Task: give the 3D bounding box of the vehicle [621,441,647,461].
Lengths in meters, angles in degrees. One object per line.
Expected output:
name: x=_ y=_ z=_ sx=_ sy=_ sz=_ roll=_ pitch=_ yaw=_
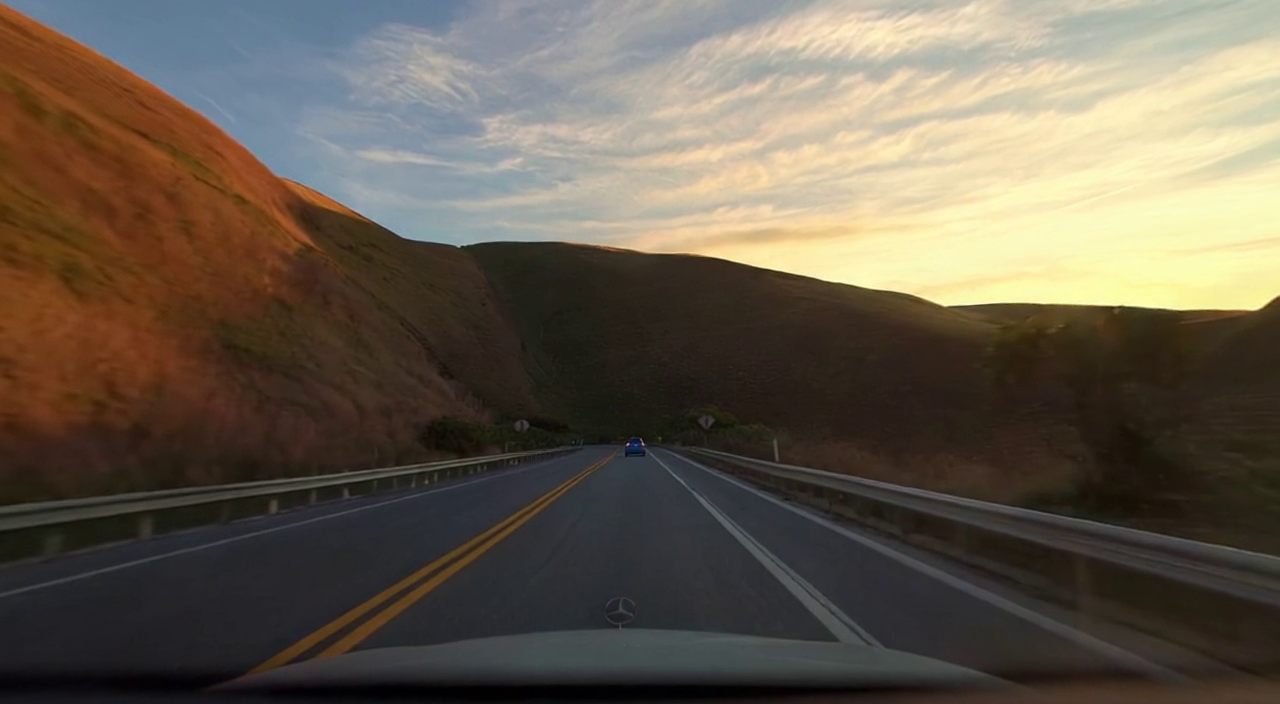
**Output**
vehicle: x=-0.457 y=7.681 z=48.876 sx=1.912 sy=1.430 sz=3.811 roll=0 pitch=-8 yaw=-1
